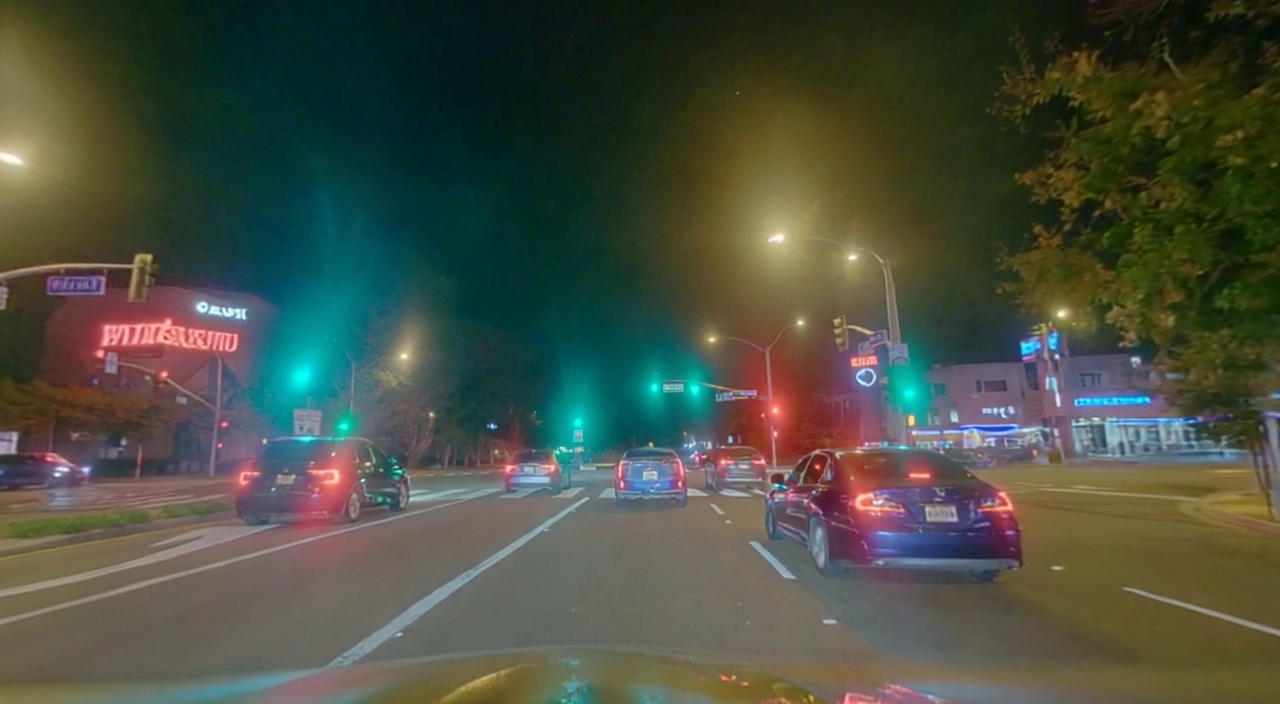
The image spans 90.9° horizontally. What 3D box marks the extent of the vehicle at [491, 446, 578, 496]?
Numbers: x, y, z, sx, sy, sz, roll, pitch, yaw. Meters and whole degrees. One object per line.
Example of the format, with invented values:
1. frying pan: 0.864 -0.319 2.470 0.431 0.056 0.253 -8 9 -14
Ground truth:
1. vehicle: -3.373 3.894 21.123 2.040 1.471 4.211 -1 -8 2

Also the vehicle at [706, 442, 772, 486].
1. vehicle: 3.777 4.337 24.699 1.931 1.552 4.125 0 -8 0

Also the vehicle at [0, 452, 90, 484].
1. vehicle: -30.247 5.705 31.115 4.315 1.485 1.822 0 -8 -2

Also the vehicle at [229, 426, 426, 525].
1. vehicle: -6.568 2.622 13.970 2.058 1.804 4.391 0 -8 0

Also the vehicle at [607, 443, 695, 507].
1. vehicle: 0.288 3.208 16.946 2.070 1.460 4.118 0 -8 1

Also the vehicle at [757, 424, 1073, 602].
1. vehicle: 2.761 1.698 7.562 1.946 1.513 4.133 0 -8 1
